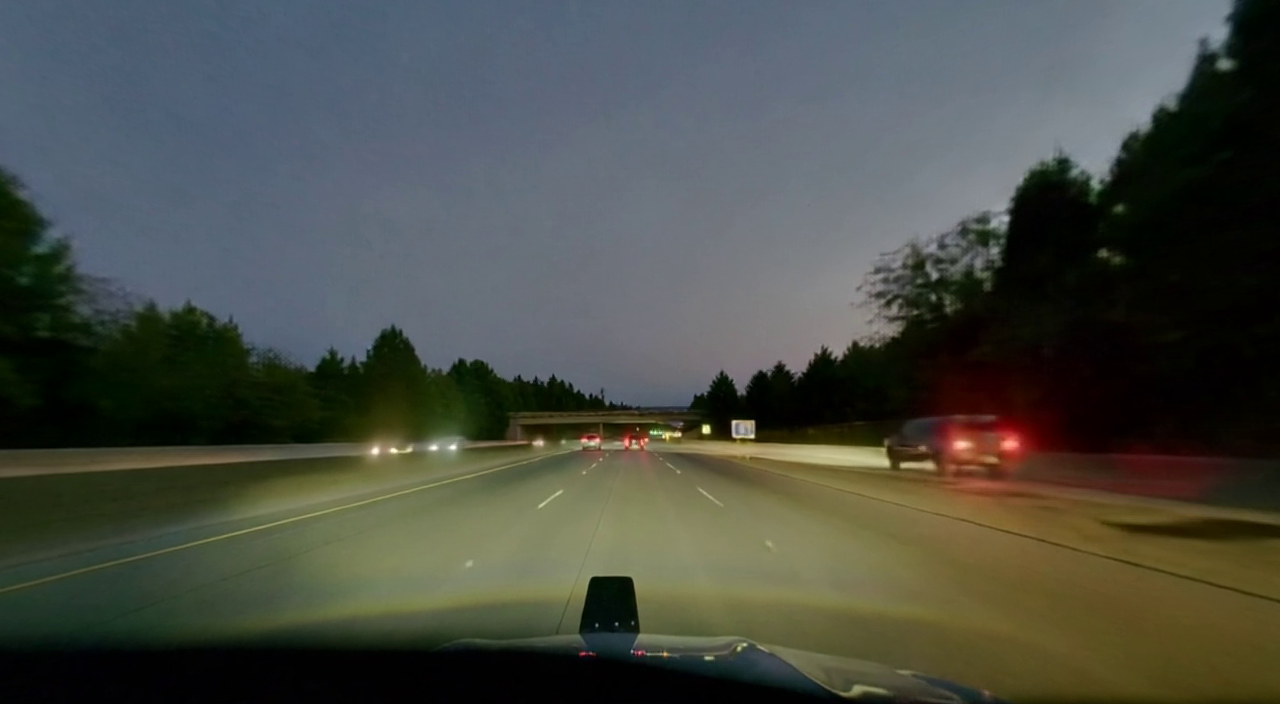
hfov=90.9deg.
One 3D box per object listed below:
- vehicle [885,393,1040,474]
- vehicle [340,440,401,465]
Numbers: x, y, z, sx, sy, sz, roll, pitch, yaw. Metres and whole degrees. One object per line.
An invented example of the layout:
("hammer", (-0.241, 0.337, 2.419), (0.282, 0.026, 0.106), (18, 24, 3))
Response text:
("vehicle", (9.587, 2.503, 19.301), (2.123, 2.156, 4.679), (0, -7, -2))
("vehicle", (-16.726, 6.237, 39.375), (1.953, 1.463, 4.370), (0, -8, -1))
